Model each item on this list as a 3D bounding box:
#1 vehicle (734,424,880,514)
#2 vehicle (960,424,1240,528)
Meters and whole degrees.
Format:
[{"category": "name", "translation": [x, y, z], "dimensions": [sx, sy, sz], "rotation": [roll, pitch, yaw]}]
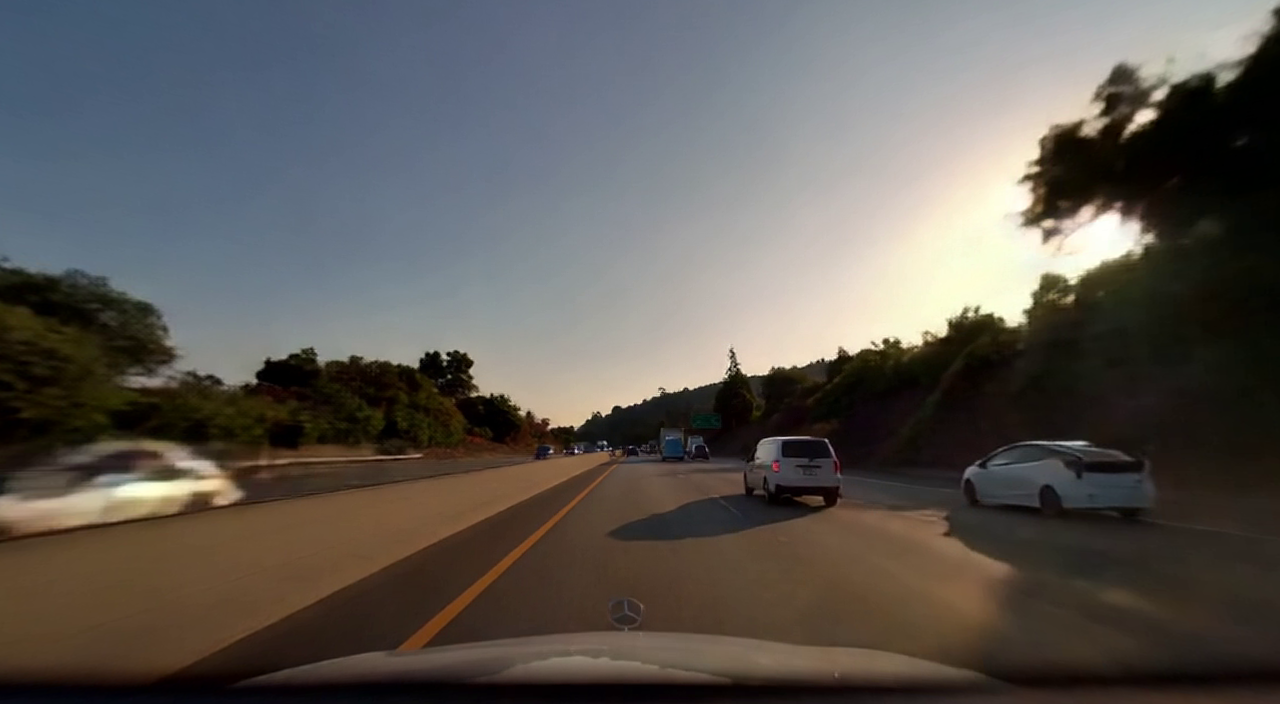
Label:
[{"category": "vehicle", "translation": [3.664, 2.685, 14.886], "dimensions": [2.070, 1.751, 4.576], "rotation": [0, -9, -1]}, {"category": "vehicle", "translation": [8.527, 2.337, 12.406], "dimensions": [2.018, 1.636, 4.510], "rotation": [0, -9, -1]}]
